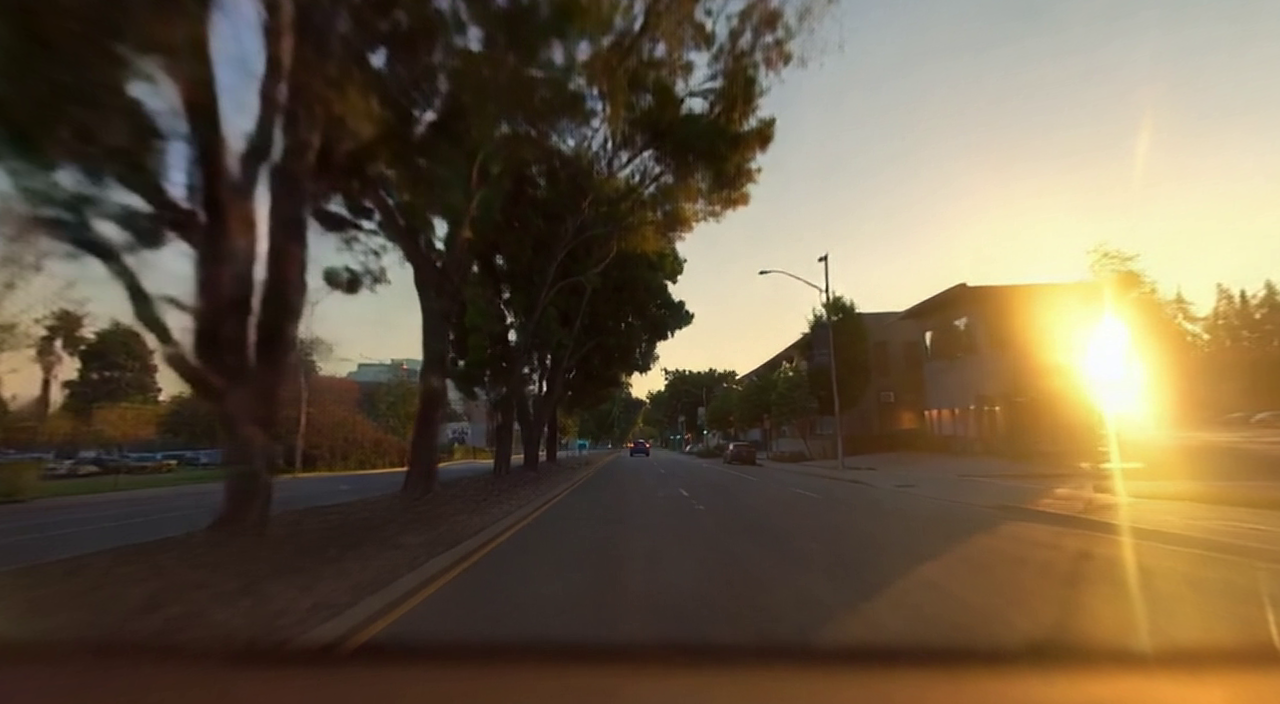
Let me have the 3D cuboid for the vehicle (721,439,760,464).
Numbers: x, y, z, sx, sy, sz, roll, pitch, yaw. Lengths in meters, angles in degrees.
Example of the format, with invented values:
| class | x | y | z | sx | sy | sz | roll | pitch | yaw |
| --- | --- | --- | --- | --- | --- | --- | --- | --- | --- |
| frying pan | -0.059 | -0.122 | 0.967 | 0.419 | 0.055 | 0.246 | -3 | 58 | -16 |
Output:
| class | x | y | z | sx | sy | sz | roll | pitch | yaw |
| --- | --- | --- | --- | --- | --- | --- | --- | --- | --- |
| vehicle | 7.732 | 7.721 | 49.064 | 2.167 | 1.848 | 4.713 | 0 | -8 | -2 |
